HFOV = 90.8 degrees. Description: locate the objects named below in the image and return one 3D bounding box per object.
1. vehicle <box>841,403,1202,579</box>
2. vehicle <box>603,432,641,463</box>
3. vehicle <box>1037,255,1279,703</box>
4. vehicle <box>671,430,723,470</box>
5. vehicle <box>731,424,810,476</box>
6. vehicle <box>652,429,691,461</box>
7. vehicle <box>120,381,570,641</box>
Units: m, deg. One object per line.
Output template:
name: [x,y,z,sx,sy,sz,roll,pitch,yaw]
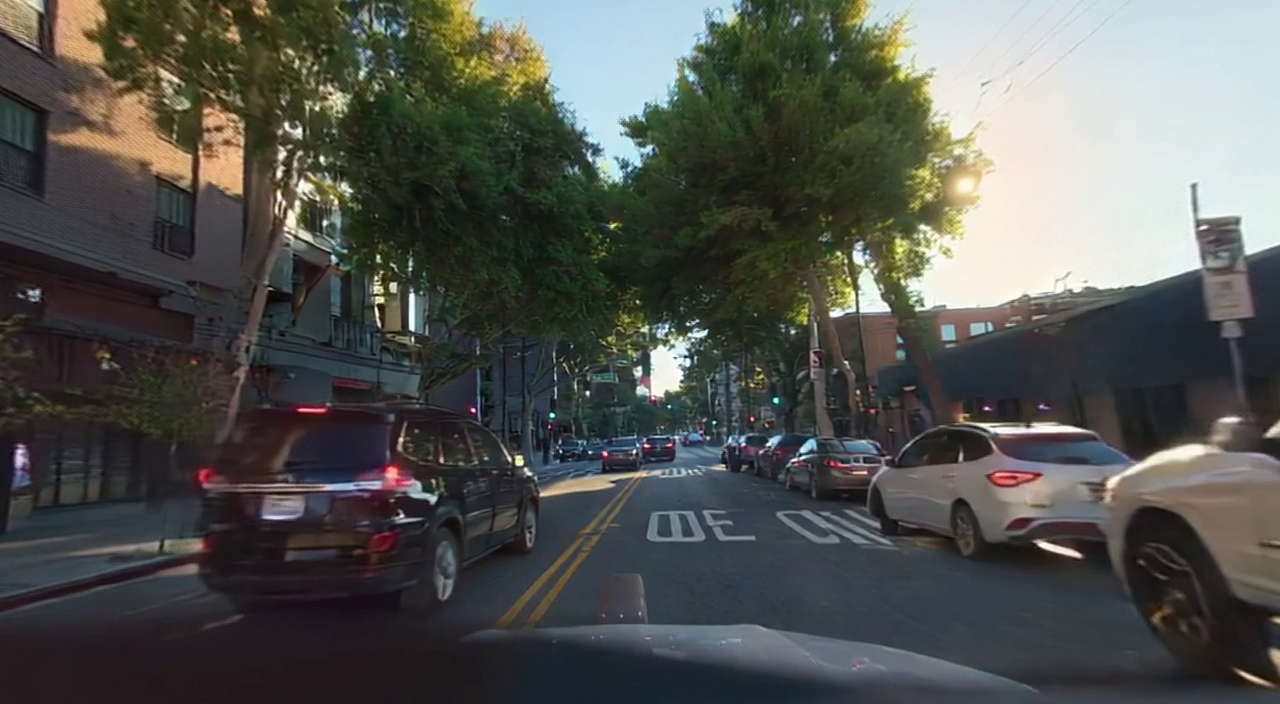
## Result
vehicle: [4.190,1.596,8.003,1.883,1.601,4.305,0,-9,1]
vehicle: [-1.013,5.726,37.987,1.979,1.723,3.849,-1,-8,3]
vehicle: [3.797,0.427,1.280,2.356,2.043,5.791,0,-8,2]
vehicle: [2.544,4.304,27.837,2.111,1.619,4.077,-1,-9,6]
vehicle: [4.947,3.836,24.820,2.093,1.815,5.441,0,-8,1]
vehicle: [1.751,5.371,36.315,2.111,1.705,4.093,0,-8,2]
vehicle: [-2.444,1.523,7.228,2.333,1.832,5.200,-1,-9,4]
